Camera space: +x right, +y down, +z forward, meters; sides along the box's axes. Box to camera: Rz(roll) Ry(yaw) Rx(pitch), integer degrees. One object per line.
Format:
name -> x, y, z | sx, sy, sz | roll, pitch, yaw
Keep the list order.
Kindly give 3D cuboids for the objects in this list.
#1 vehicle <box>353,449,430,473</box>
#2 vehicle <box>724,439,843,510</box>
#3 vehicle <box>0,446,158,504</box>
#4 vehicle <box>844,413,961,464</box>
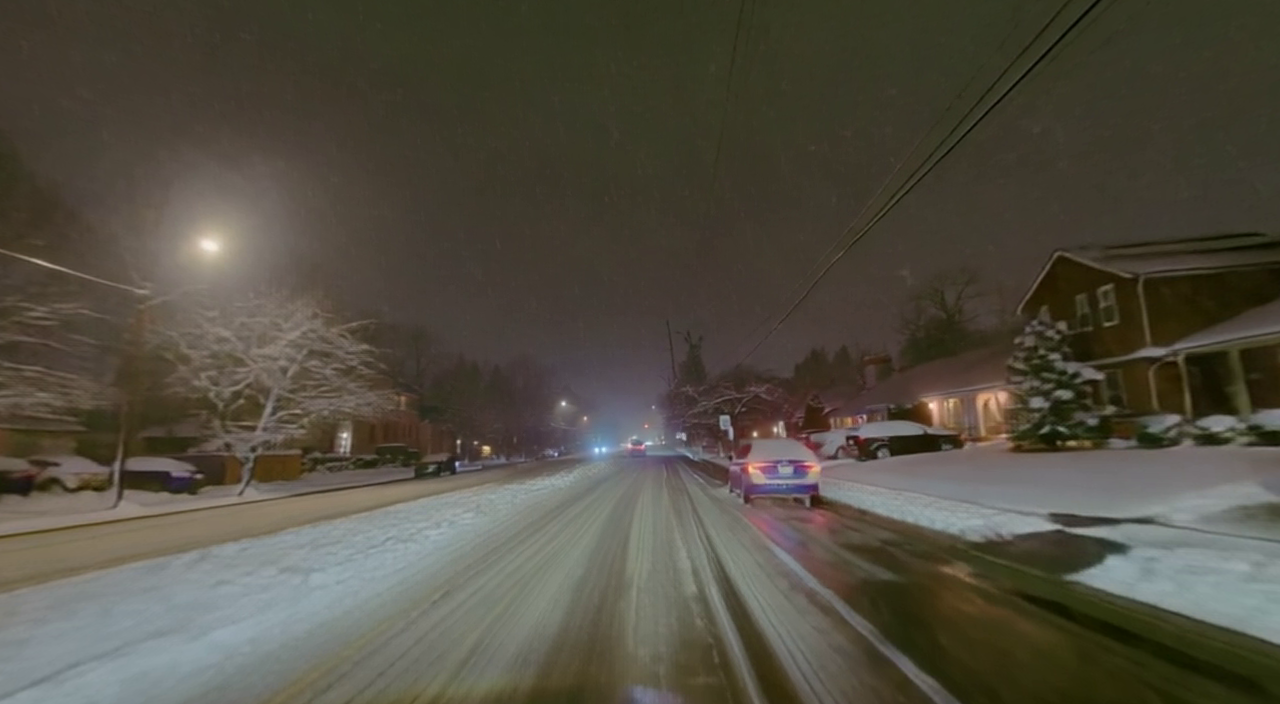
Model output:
vehicle -> -19.366, 8.489, 49.347 | 5.044, 1.782, 2.152 | -1, -8, 3
vehicle -> 3.297, 2.889, 15.445 | 2.016, 1.477, 4.207 | 0, -8, 2
vehicle -> -21.265, 4.482, 23.285 | 4.912, 1.936, 2.355 | 2, -9, -2
vehicle -> 11.219, 3.678, 26.927 | 4.591, 1.867, 2.057 | 2, -10, -31
